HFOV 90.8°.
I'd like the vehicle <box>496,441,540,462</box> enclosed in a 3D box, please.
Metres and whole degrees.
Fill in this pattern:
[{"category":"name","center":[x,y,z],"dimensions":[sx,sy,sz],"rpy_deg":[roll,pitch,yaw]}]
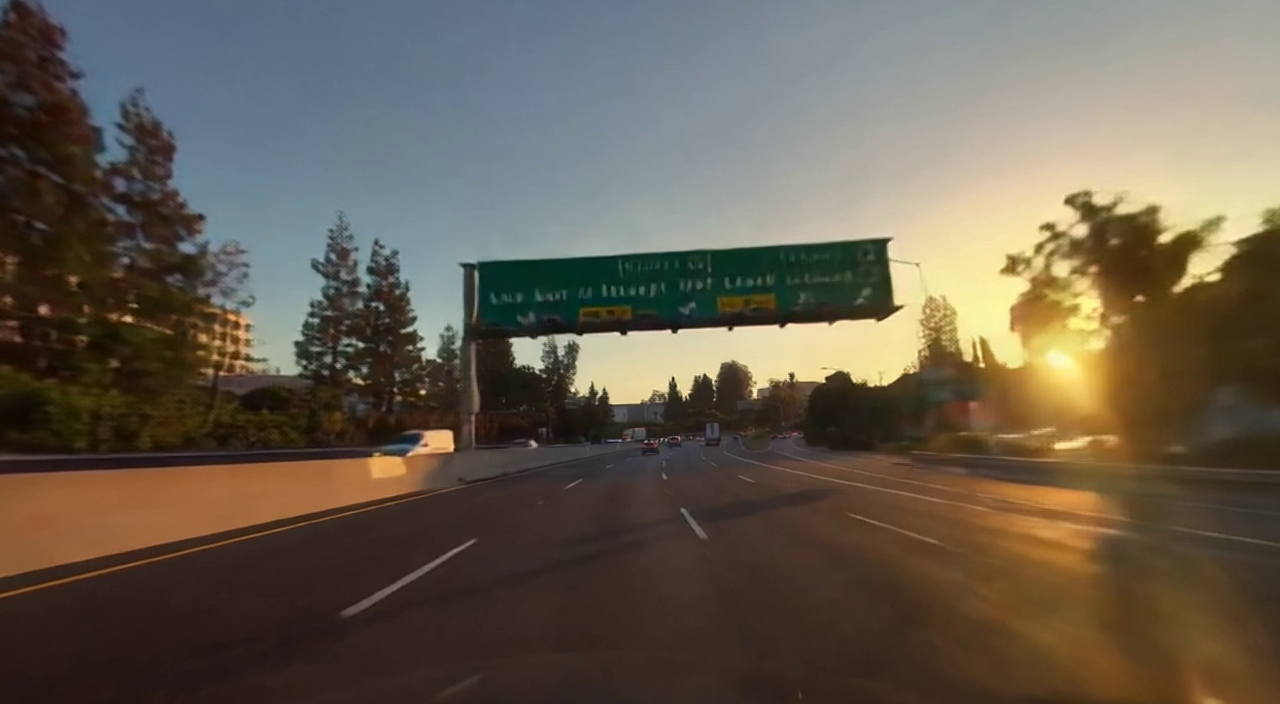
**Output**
[{"category":"vehicle","center":[-9.038,7.439,47.248],"dimensions":[2.327,1.492,4.540],"rpy_deg":[0,-8,1]}]

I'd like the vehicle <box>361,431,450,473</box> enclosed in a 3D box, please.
[{"category":"vehicle","center":[-11.594,5.006,31.809],"dimensions":[2.196,1.925,5.563],"rpy_deg":[-1,-8,2]}]
